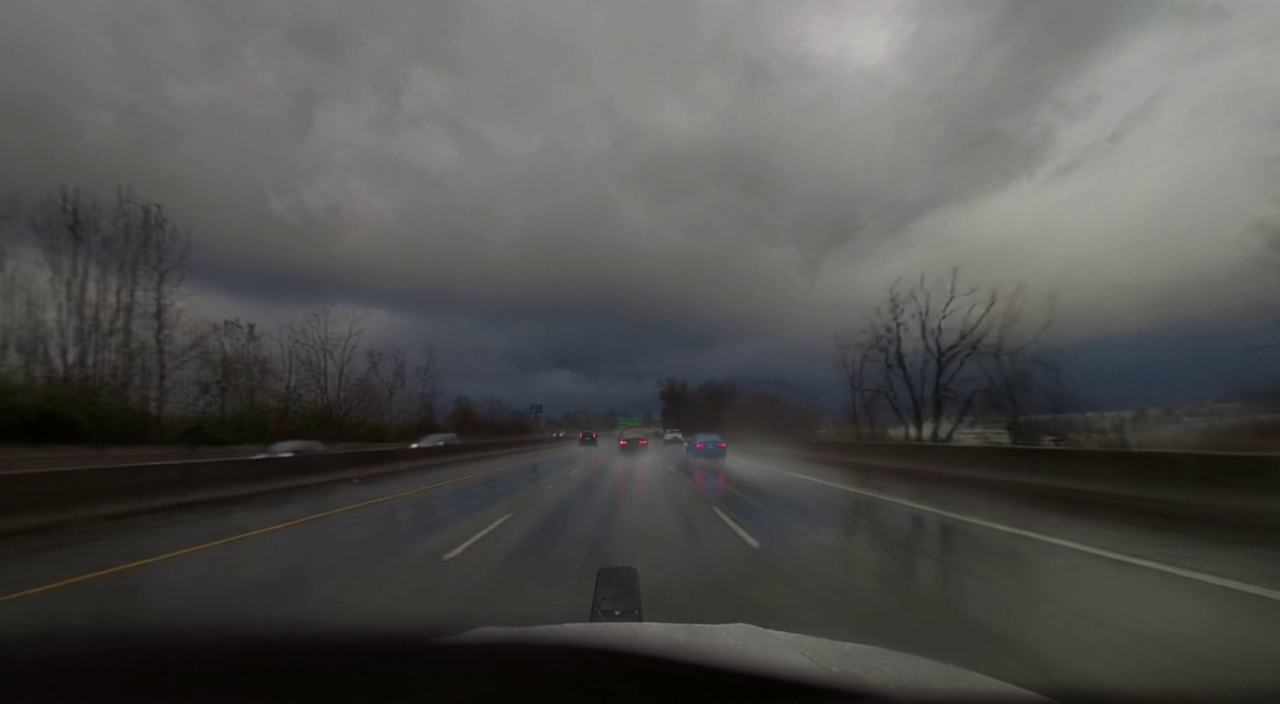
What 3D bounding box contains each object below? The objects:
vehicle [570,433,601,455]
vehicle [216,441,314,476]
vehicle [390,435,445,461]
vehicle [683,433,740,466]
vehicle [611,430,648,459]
[{"bbox_3d":[-4.047,6.926,47.310,2.041,1.546,4.080,0,-8,-1],"label":"vehicle"},{"bbox_3d":[-17.243,4.877,29.164,1.982,1.503,4.149,0,-8,0],"label":"vehicle"},{"bbox_3d":[-13.381,5.769,38.023,1.861,1.479,3.811,0,-8,0],"label":"vehicle"},{"bbox_3d":[3.380,4.694,30.621,2.056,1.479,4.660,0,-8,-2],"label":"vehicle"},{"bbox_3d":[-0.659,5.727,39.102,2.182,1.680,4.253,0,-8,-1],"label":"vehicle"}]
